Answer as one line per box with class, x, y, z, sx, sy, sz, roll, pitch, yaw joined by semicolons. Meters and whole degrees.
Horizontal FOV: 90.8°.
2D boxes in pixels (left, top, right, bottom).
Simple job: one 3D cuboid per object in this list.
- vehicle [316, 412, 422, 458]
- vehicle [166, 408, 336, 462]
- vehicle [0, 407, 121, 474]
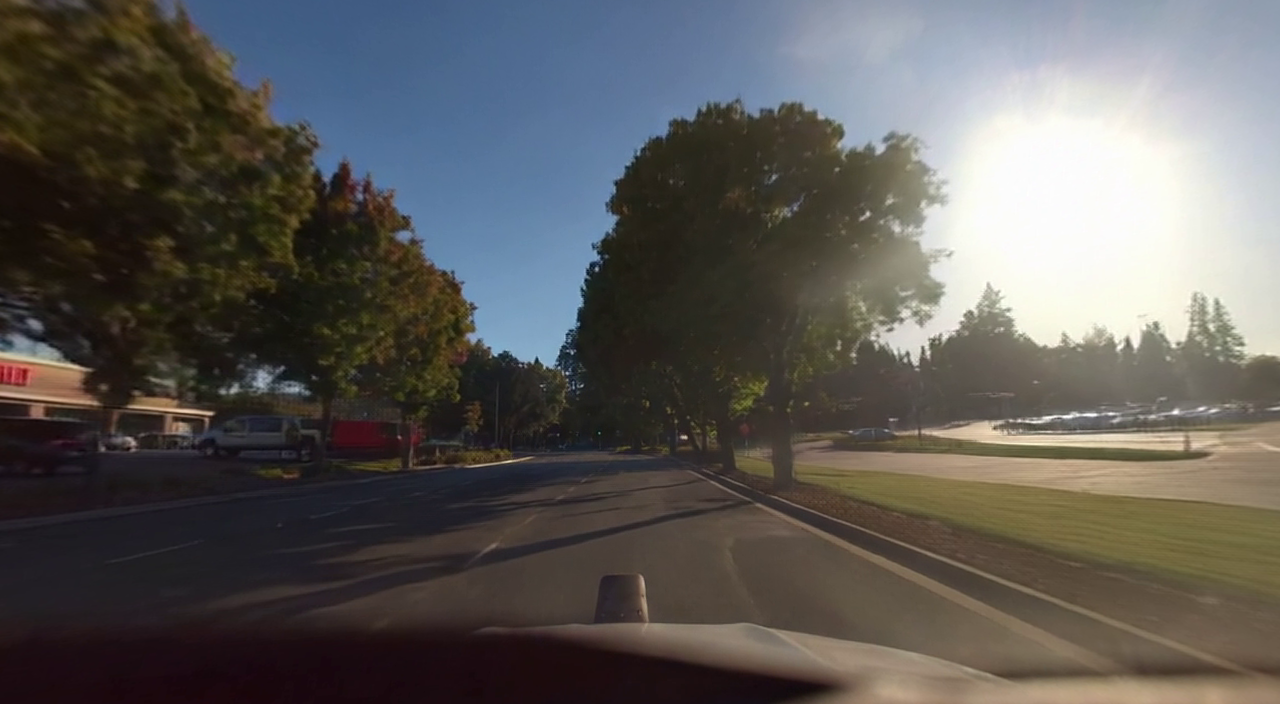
vehicle;-19.840;6.127;46.542;6.595;3.267;2.535;0;-8;0
vehicle;-19.675;4.271;32.276;6.919;2.613;2.356;0;-9;-4
vehicle;-19.340;2.704;19.168;5.109;1.891;2.206;0;-9;-1
